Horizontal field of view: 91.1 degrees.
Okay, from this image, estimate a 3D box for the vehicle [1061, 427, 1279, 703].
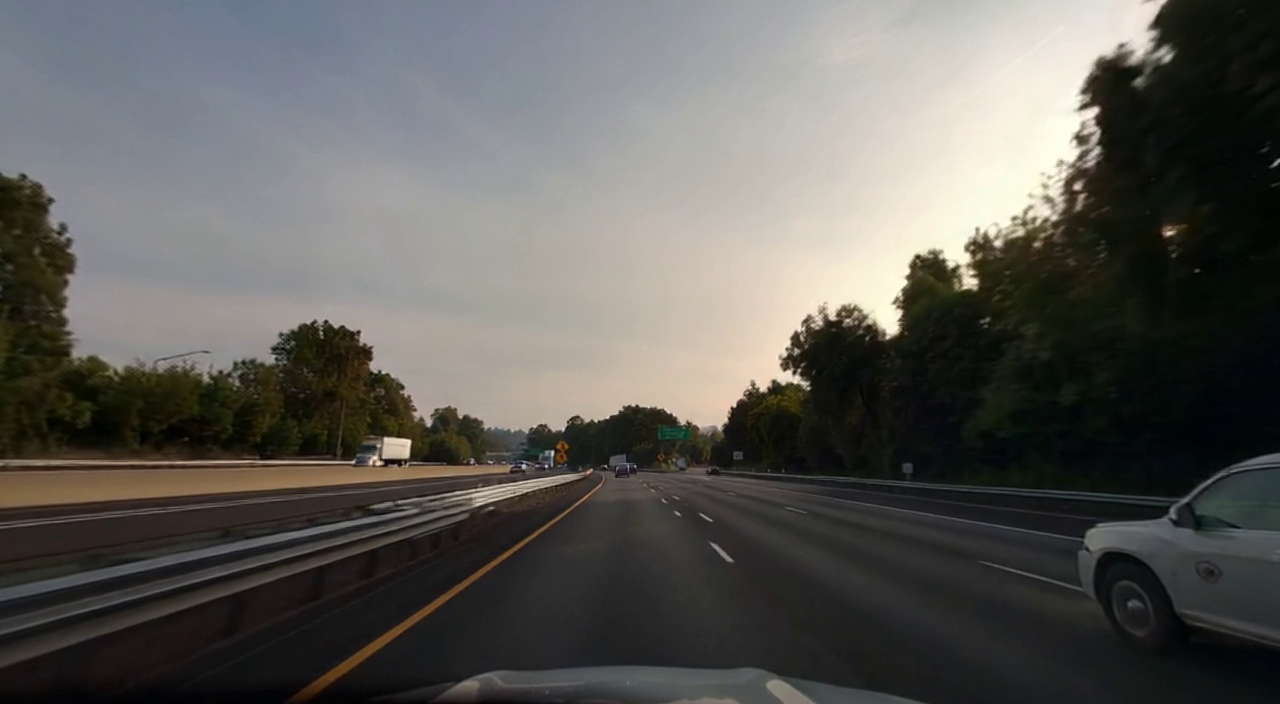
[{"bbox_3d":[4.072,0.988,2.209,1.965,1.502,4.599,1,-10,0],"label":"vehicle"}]
